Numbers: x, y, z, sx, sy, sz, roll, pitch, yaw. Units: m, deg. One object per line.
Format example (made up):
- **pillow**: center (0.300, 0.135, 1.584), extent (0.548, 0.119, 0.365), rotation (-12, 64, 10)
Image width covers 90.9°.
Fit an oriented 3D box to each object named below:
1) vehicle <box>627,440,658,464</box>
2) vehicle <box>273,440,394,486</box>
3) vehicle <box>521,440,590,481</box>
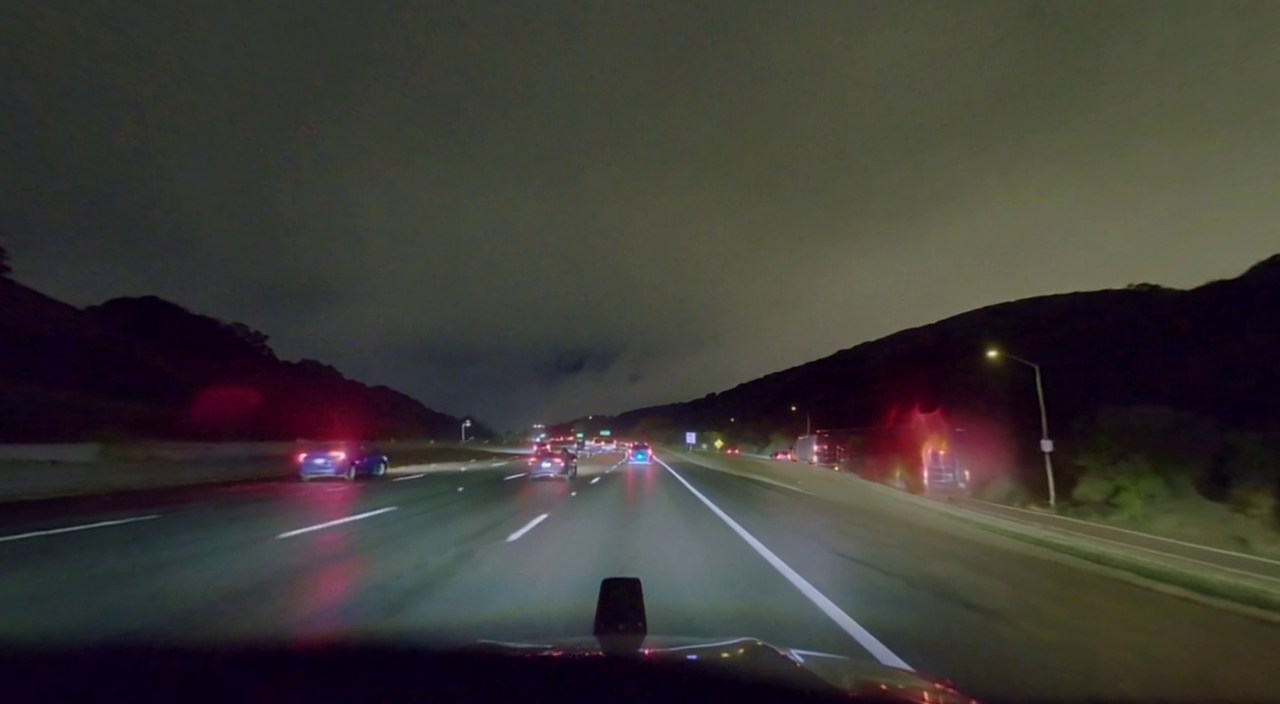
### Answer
- **vehicle**: center (0.207, 7.295, 46.171), extent (2.138, 1.674, 4.044), rotation (-1, -8, 1)
- **vehicle**: center (-11.120, 4.042, 23.374), extent (1.945, 1.466, 4.947), rotation (-1, -8, 1)
- **vehicle**: center (-3.316, 4.377, 25.739), extent (2.080, 1.505, 4.649), rotation (-1, -8, 2)
